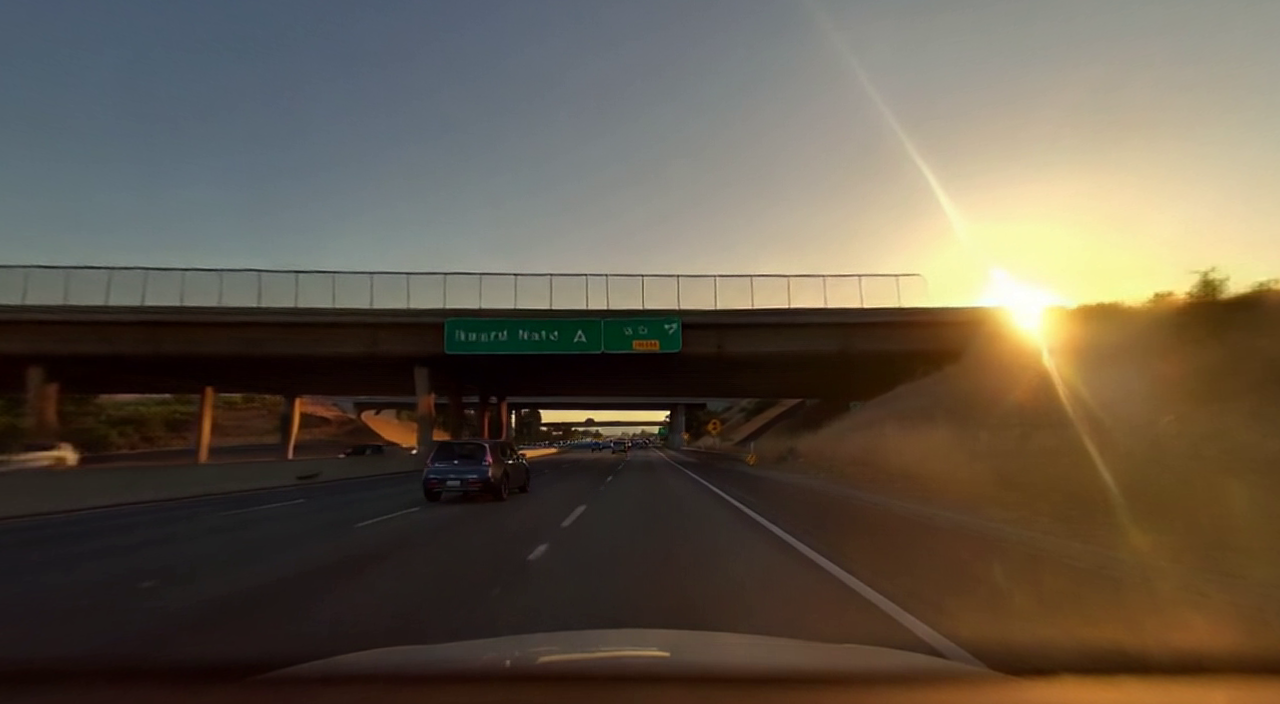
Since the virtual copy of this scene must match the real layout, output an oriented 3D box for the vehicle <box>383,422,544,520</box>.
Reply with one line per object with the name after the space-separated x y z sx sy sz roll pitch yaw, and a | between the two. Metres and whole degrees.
-3.427 2.404 13.215 2.048 1.705 4.384 0 -8 1 | vehicle
